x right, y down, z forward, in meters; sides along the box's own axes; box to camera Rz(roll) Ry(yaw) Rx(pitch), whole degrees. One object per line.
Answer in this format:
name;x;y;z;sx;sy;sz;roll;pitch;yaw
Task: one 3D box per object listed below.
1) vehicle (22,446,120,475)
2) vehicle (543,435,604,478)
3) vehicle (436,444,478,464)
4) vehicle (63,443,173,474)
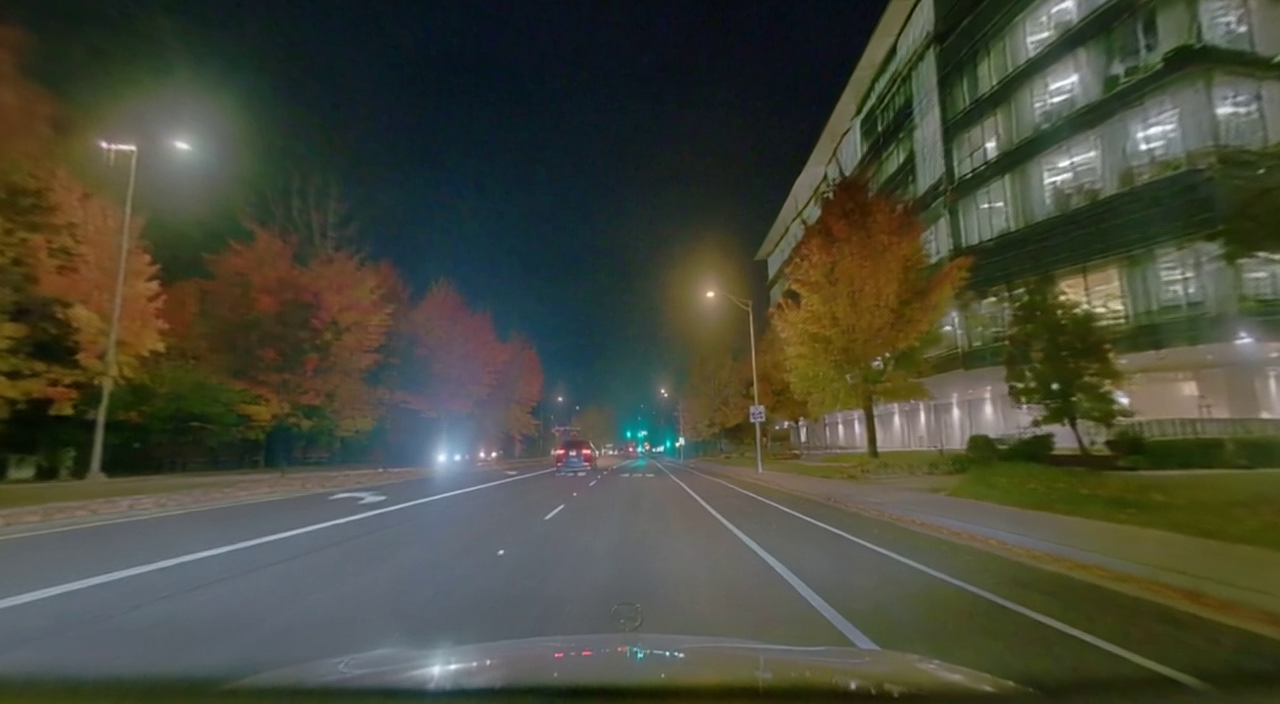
vehicle;-33.606;6.403;37.262;3.856;1.655;1.842;1;-9;-3
vehicle;-2.934;4.771;28.858;2.112;1.779;4.489;0;-9;3
vehicle;-14.376;8.068;49.846;1.893;1.491;4.711;0;-9;0
vehicle;-32.844;6.706;39.729;4.858;1.849;2.112;1;-9;-2
